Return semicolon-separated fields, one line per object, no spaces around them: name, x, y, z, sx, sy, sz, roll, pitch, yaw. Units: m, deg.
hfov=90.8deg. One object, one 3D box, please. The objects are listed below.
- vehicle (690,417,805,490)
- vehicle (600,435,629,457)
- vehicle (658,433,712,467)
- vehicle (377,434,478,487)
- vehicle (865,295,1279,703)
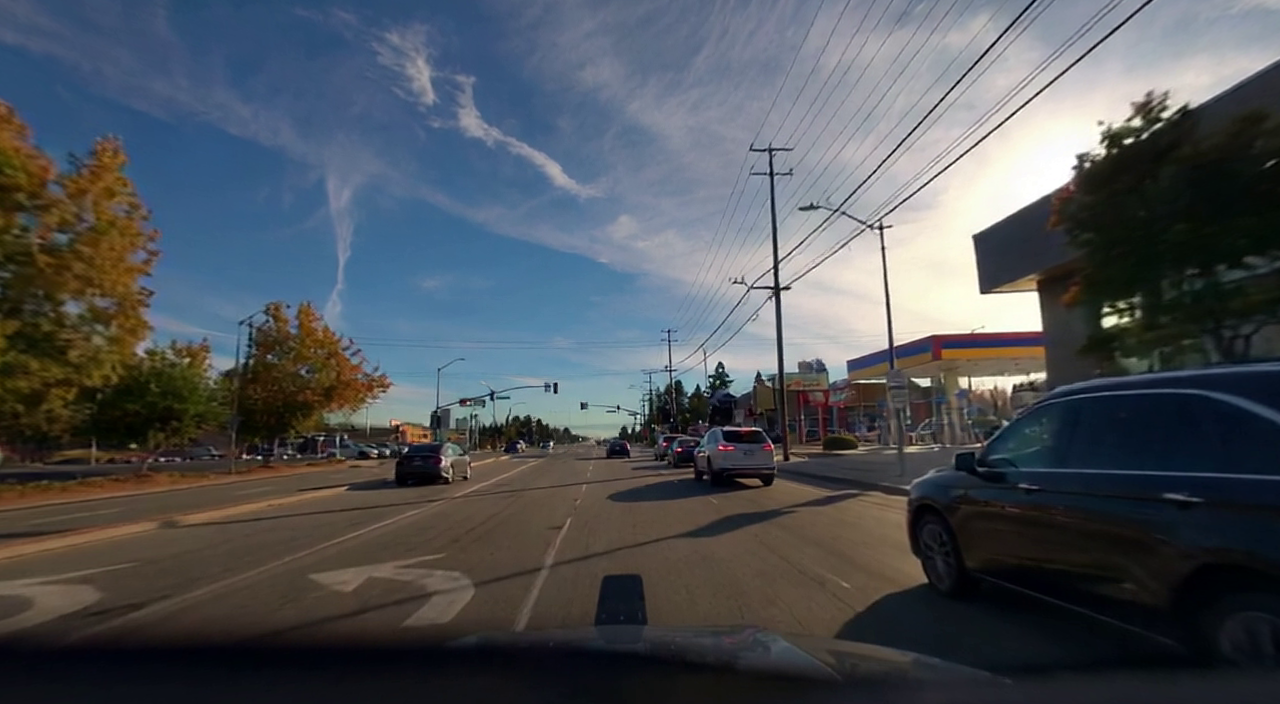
vehicle;2.942;2.952;18.623;2.124;1.824;4.973;0;-8;-5
vehicle;-1.905;6.858;46.088;2.065;1.484;3.894;0;-8;-4
vehicle;2.073;4.692;30.394;1.945;1.470;4.363;0;-8;-5
vehicle;-6.656;3.419;20.298;2.075;1.470;4.190;0;-8;-5
vehicle;3.628;0.860;3.519;2.582;1.810;5.315;0;-8;-2
